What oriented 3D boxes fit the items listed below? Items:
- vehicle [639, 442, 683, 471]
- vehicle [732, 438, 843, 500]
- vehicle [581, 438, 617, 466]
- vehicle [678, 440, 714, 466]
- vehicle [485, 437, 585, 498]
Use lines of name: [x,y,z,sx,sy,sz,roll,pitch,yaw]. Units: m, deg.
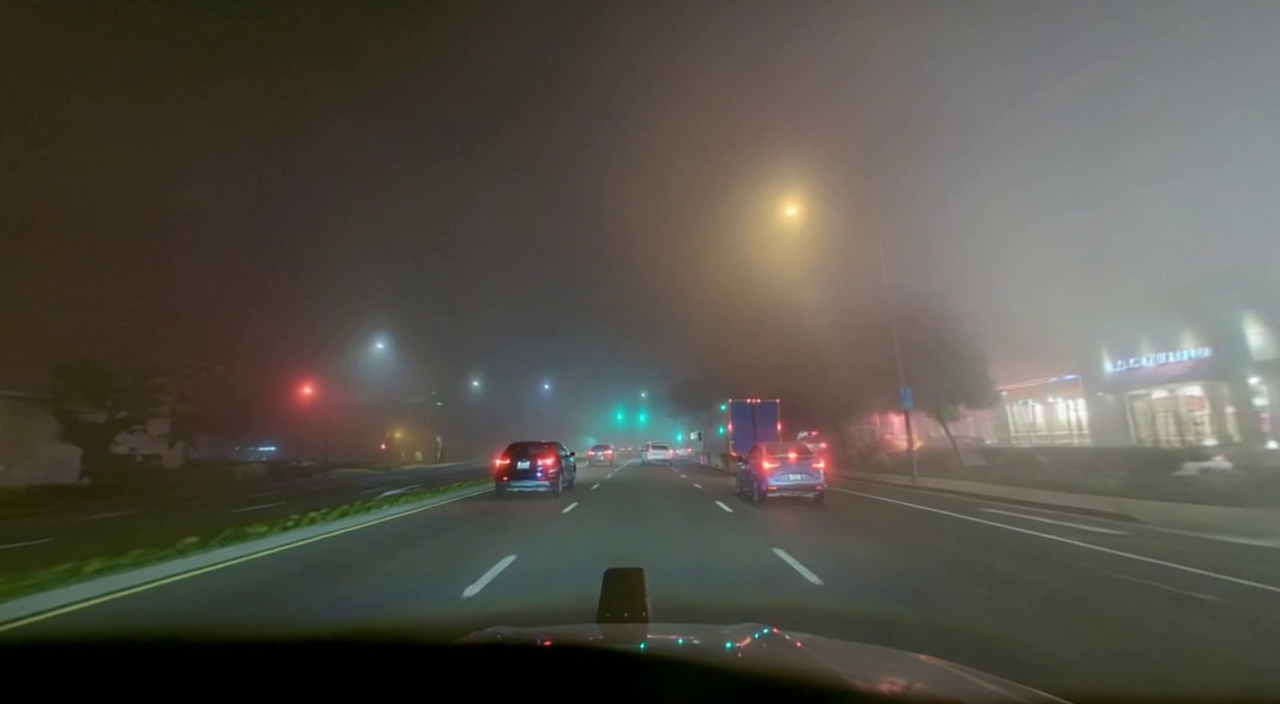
vehicle: [1.089,5.772,34.991,2.020,1.461,4.326,0,-8,-4]
vehicle: [3.796,3.086,17.058,1.972,1.452,4.189,0,-8,0]
vehicle: [-2.819,6.998,44.291,2.137,1.796,4.304,0,-8,1]
vehicle: [3.796,6.894,43.247,2.050,1.683,3.990,0,-8,0]
vehicle: [-2.819,3.213,17.973,2.003,1.509,4.396,0,-8,2]
